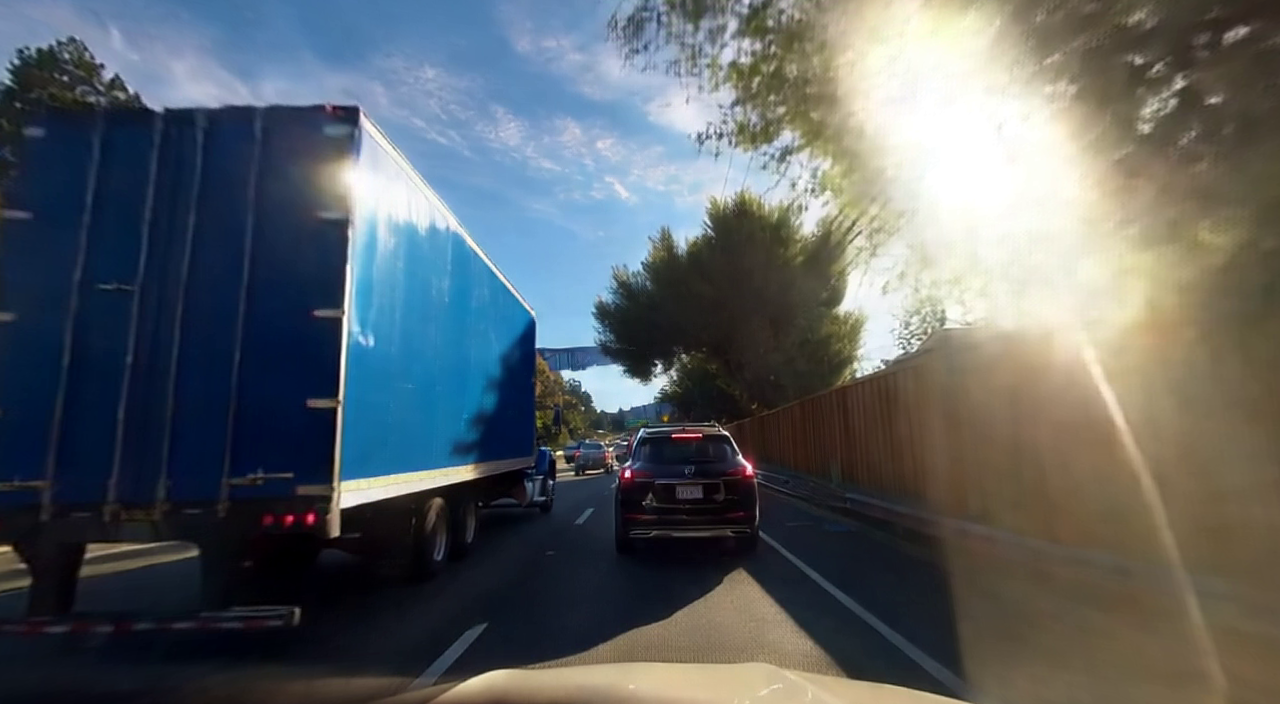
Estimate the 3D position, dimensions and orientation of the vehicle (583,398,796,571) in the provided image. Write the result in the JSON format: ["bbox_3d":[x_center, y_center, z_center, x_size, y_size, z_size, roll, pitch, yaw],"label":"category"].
[{"bbox_3d":[0.475,1.662,8.564,2.174,1.749,4.113,0,-9,-1],"label":"vehicle"}]

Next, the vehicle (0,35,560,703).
[{"bbox_3d":[-3.115,0.685,7.767,2.928,3.658,8.980,0,-9,1],"label":"vehicle"}]
